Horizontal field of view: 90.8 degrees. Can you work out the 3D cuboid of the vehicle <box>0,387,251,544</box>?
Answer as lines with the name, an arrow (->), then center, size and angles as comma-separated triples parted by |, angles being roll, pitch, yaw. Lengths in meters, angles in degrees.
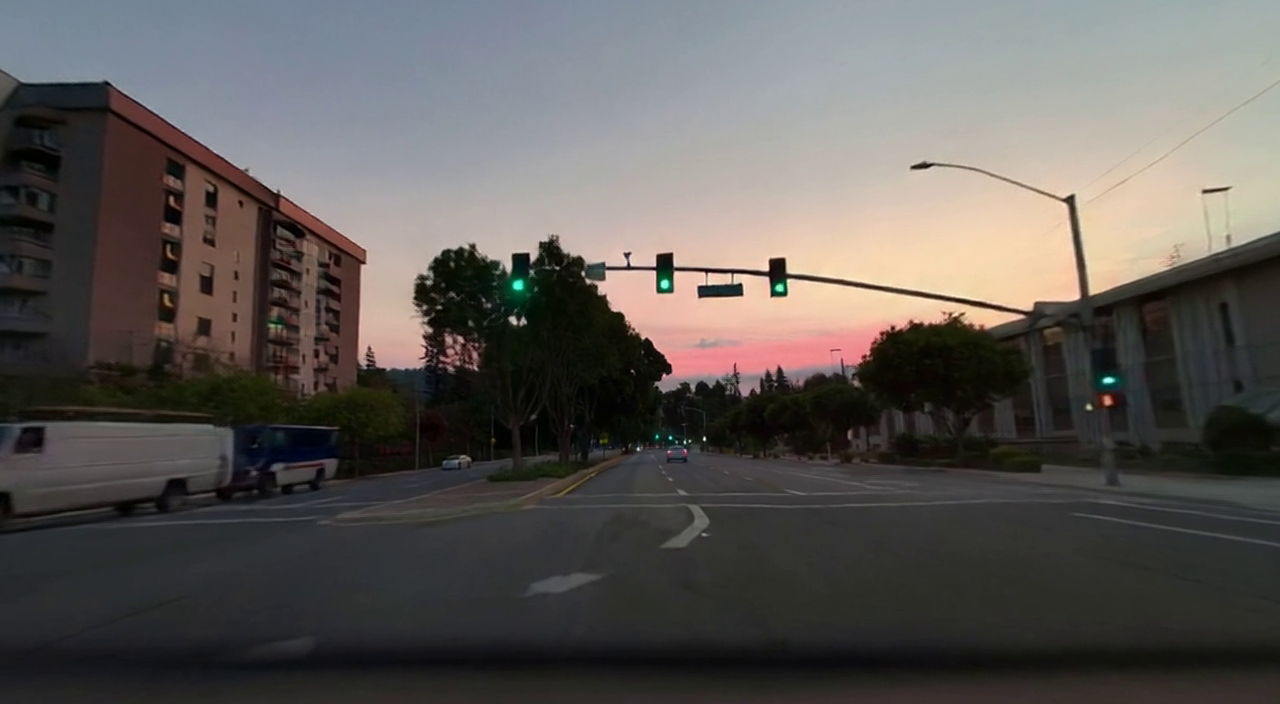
vehicle -> -15.708, 3.125, 17.983 | 3.028, 3.424, 9.908 | 0, -9, -1
